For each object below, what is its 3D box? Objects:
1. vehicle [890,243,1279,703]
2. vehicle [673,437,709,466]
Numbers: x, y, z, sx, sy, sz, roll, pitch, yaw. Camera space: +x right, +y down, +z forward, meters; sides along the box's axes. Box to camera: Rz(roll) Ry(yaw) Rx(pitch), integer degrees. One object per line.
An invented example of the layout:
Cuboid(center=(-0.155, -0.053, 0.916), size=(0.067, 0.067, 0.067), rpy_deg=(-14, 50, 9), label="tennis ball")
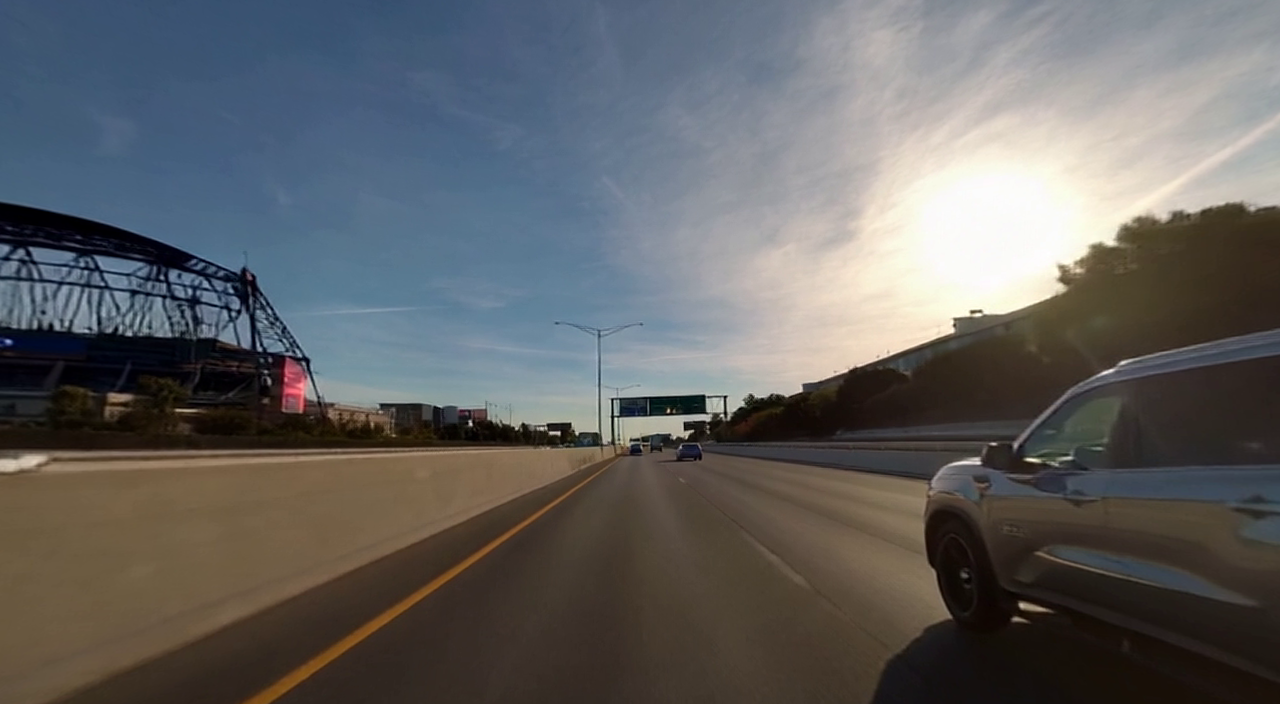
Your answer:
Cuboid(center=(3.102, 0.735, 2.420), size=(2.199, 2.002, 4.970), rpy_deg=(0, -9, 0), label="vehicle")
Cuboid(center=(3.323, 6.525, 41.529), size=(1.973, 1.774, 4.092), rpy_deg=(0, -9, -1), label="vehicle")
